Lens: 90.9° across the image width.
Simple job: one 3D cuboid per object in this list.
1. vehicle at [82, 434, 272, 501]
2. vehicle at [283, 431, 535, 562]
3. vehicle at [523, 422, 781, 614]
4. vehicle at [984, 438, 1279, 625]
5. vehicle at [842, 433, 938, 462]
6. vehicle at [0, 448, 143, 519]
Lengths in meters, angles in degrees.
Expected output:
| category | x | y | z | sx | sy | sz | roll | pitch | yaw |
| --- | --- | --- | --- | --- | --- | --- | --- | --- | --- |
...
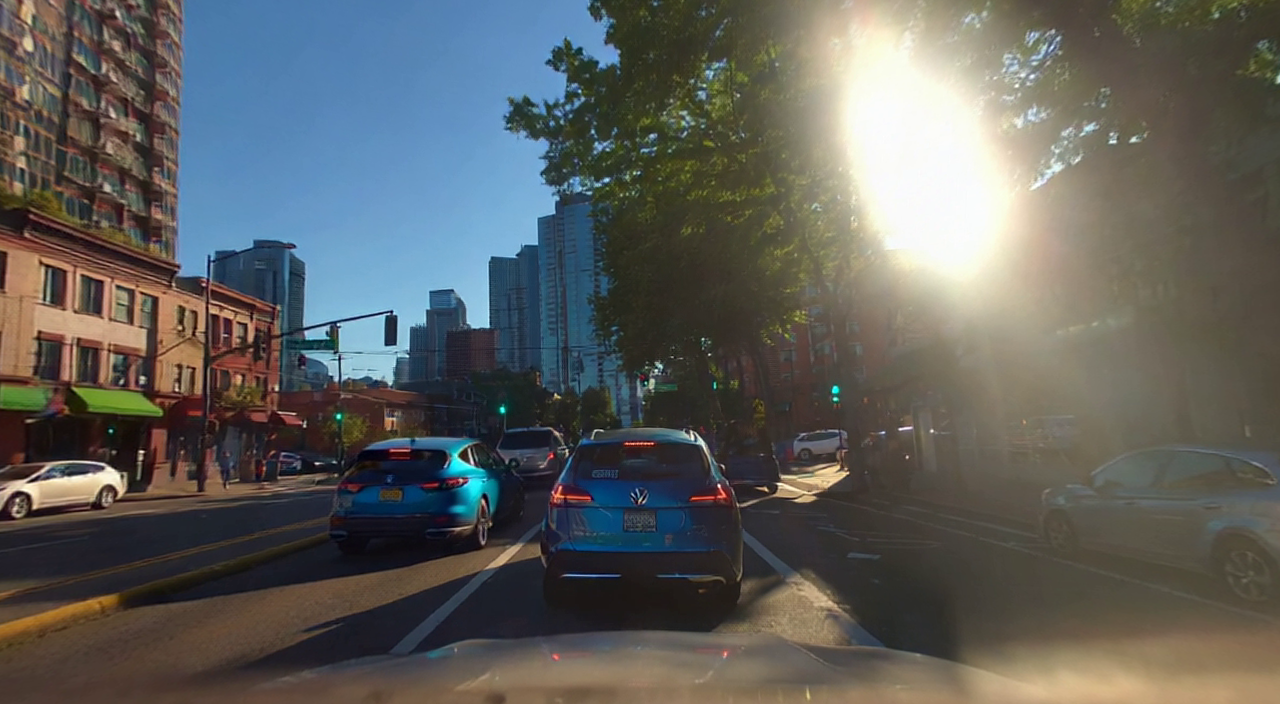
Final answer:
| category | x | y | z | sx | sy | sz | roll | pitch | yaw |
| --- | --- | --- | --- | --- | --- | --- | --- | --- | --- |
| vehicle | -16.161 | 4.052 | 22.661 | 2.195 | 2.053 | 5.980 | 0 | -9 | 1 |
| vehicle | -3.005 | 1.979 | 9.361 | 2.131 | 1.486 | 4.089 | 0 | -9 | 1 |
| vehicle | 0.089 | 1.578 | 6.811 | 2.022 | 1.481 | 3.564 | 0 | -9 | 0 |
| vehicle | 5.979 | 1.697 | 6.863 | 1.873 | 1.453 | 4.579 | 0 | -9 | 0 |
| vehicle | 16.384 | 6.266 | 41.507 | 5.345 | 1.811 | 2.175 | 0 | -9 | -1 |
| vehicle | -16.237 | 3.440 | 17.004 | 1.914 | 1.690 | 4.461 | 0 | -9 | 1 |
